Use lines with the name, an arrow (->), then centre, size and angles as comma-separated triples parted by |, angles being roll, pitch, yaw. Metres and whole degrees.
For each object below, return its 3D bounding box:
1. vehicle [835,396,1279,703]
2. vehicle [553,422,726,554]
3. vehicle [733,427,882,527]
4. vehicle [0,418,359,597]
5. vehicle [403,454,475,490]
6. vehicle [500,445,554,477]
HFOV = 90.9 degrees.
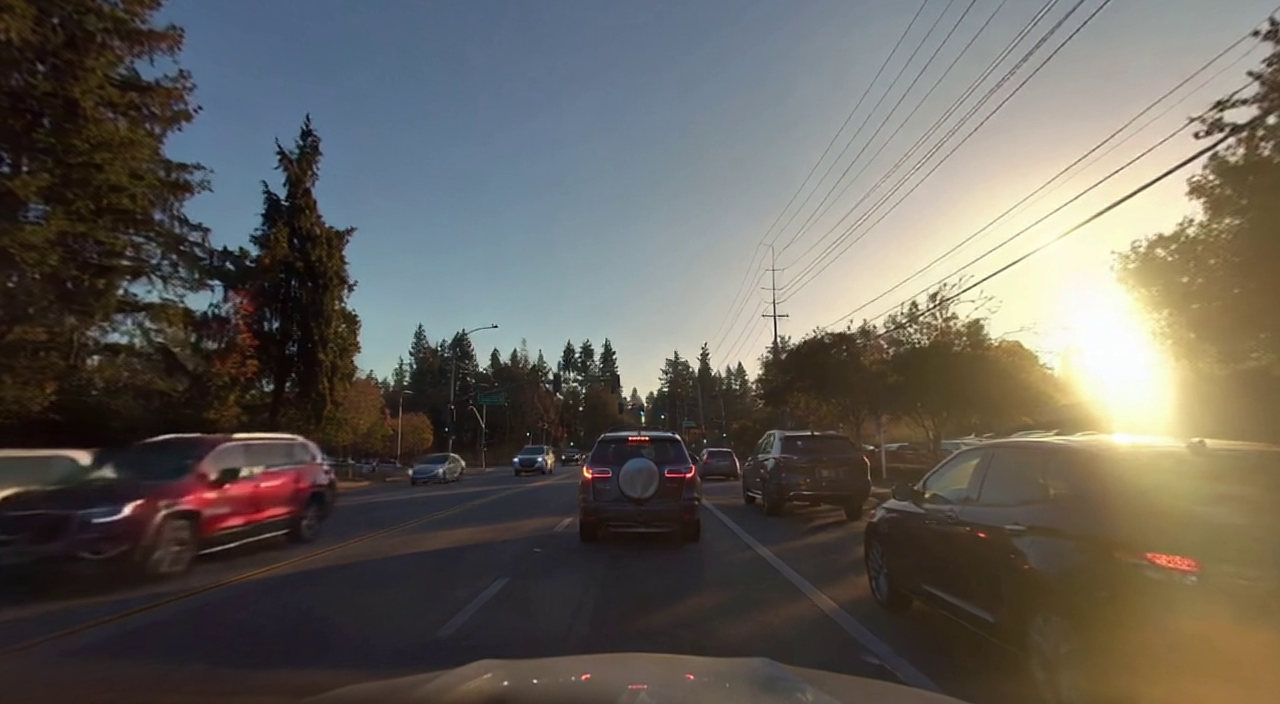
vehicle -> 2.867, 1.181, 3.943 | 1.950, 1.487, 4.275 | 0, -8, 0
vehicle -> 0.012, 2.039, 10.144 | 2.200, 1.653, 4.127 | 0, -8, 1
vehicle -> 3.192, 2.454, 12.955 | 1.914, 1.698, 4.049 | 0, -8, 0
vehicle -> -6.376, 1.999, 9.129 | 2.328, 1.861, 4.891 | 0, -8, 0
vehicle -> -9.251, 5.539, 29.370 | 1.854, 1.459, 4.288 | 0, -8, 1
vehicle -> -6.464, 6.256, 36.527 | 2.218, 1.722, 4.397 | 0, -8, 1
